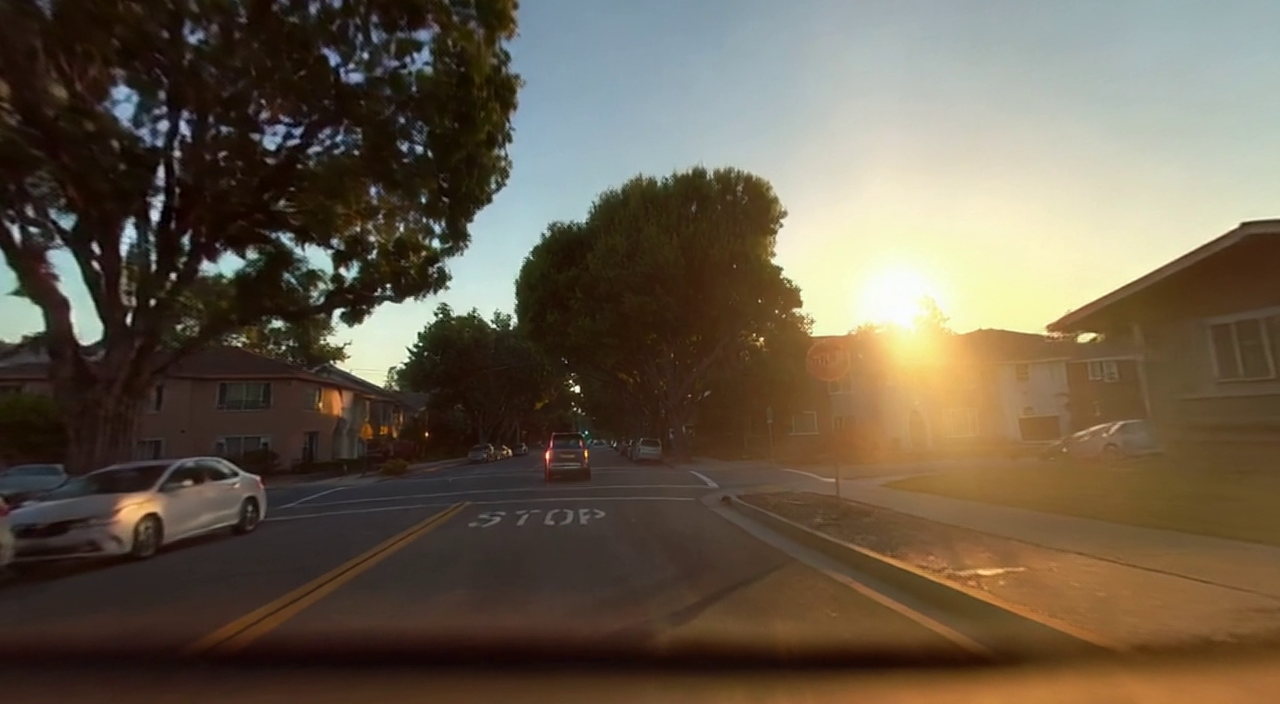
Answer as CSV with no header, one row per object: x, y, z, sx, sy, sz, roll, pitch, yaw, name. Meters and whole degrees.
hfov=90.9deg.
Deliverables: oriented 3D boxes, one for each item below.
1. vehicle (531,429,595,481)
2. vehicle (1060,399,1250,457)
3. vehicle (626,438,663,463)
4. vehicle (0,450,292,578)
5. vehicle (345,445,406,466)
-2.802,3.819,23.650,2.172,1.722,4.201,1,-8,-5,vehicle
17.606,2.638,21.705,4.817,1.881,2.002,1,-8,-3,vehicle
0.252,6.486,41.650,1.987,1.608,3.883,1,-8,-7,vehicle
-7.626,2.323,9.994,1.819,1.461,4.723,0,-8,-4,vehicle
-20.330,7.973,48.548,3.806,1.501,1.892,0,-8,-4,vehicle
